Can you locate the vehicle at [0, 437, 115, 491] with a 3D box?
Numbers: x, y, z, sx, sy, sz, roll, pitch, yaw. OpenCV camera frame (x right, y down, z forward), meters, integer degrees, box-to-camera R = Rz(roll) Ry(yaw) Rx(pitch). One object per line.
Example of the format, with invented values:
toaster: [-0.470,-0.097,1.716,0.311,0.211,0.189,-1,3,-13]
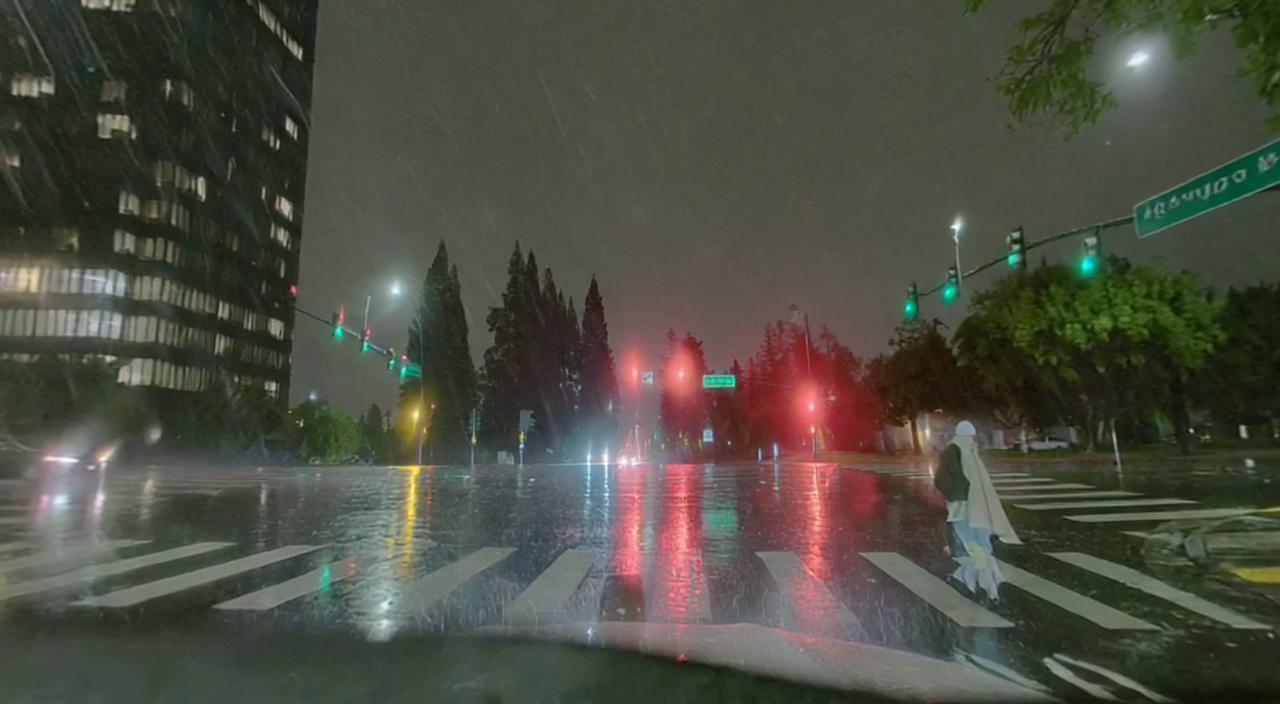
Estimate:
vehicle: [-18.769,3.315,18.810,4.502,1.512,1.917,0,-9,0]
